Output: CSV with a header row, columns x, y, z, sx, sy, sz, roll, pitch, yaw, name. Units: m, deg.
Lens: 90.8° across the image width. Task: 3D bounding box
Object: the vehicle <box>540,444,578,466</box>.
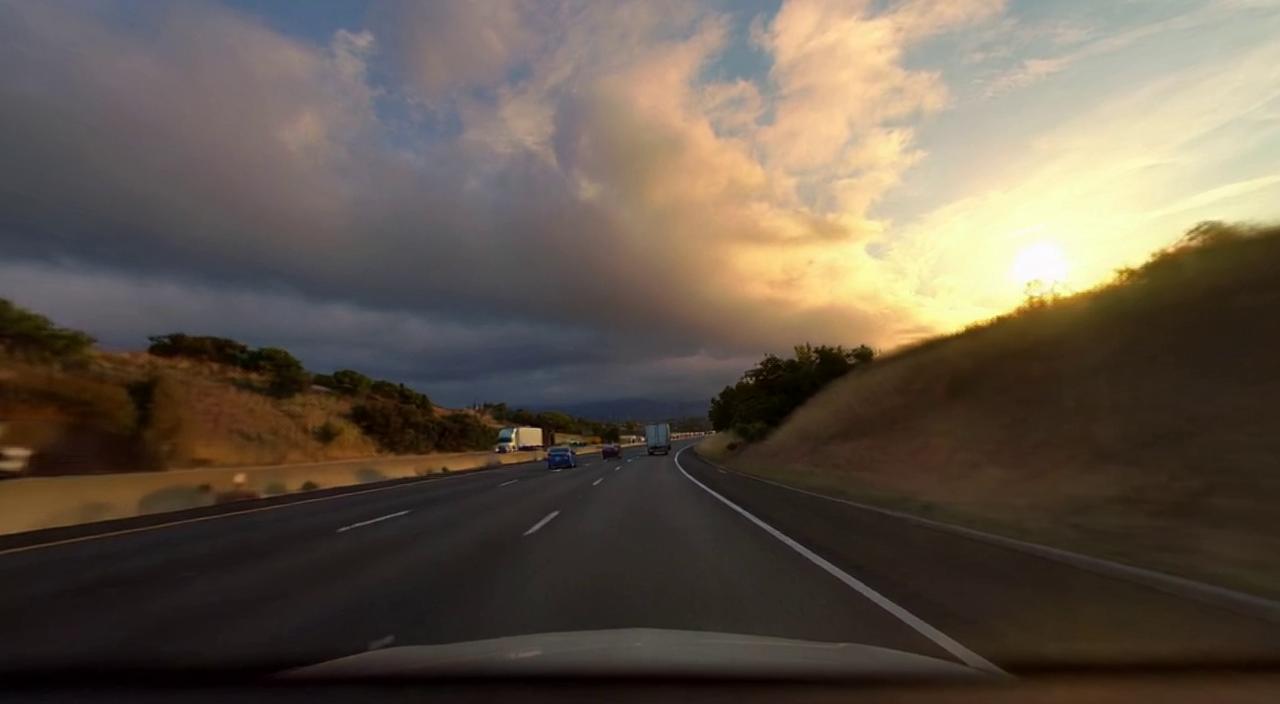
x,y,z,sx,sy,sz,roll,pitch,yaw,name
-5.739,7.399,45.319,2.078,1.469,4.371,0,-9,1,vehicle
